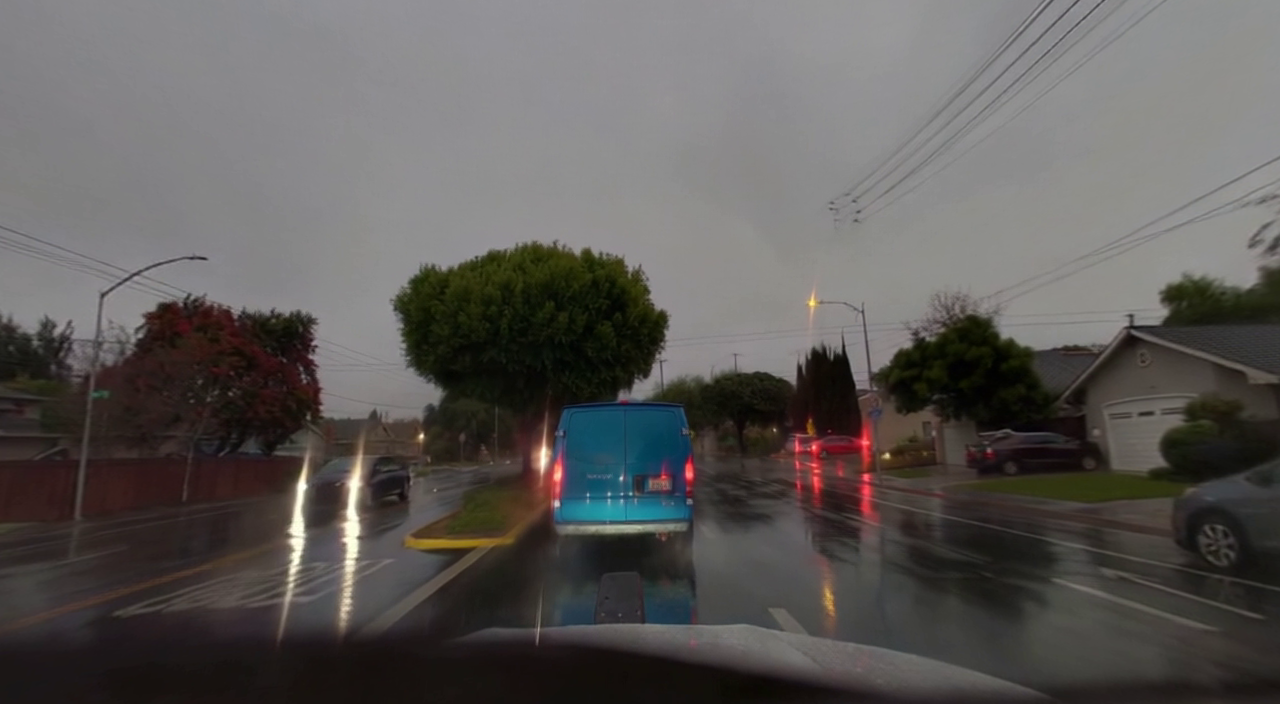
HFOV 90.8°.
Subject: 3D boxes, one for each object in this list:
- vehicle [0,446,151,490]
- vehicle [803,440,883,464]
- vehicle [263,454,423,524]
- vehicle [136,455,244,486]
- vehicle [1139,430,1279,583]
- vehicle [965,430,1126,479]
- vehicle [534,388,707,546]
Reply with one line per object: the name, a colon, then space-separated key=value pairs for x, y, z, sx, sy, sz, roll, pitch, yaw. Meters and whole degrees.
vehicle: x=-26.939 y=5.523 z=30.299 sx=5.026 sy=2.017 sz=2.215 roll=0 pitch=-9 yaw=-1
vehicle: x=13.100 y=6.451 z=40.914 sx=4.483 sy=1.463 sz=1.805 roll=0 pitch=-9 yaw=-1
vehicle: x=-7.340 y=3.400 z=16.230 sx=1.962 sy=1.481 sz=4.434 roll=0 pitch=-9 yaw=0
vehicle: x=-27.481 y=7.233 z=38.692 sx=4.972 sy=1.776 sz=2.057 roll=0 pitch=-9 yaw=-1
vehicle: x=7.336 y=1.465 z=5.833 sx=1.883 sy=1.504 sz=4.220 roll=0 pitch=-9 yaw=-2
vehicle: x=13.134 y=3.338 z=20.647 sx=3.916 sy=1.517 sz=1.887 roll=0 pitch=-9 yaw=-2
vehicle: x=-0.353 y=1.925 z=11.089 sx=2.342 sy=2.142 sz=4.809 roll=0 pitch=-9 yaw=-2
